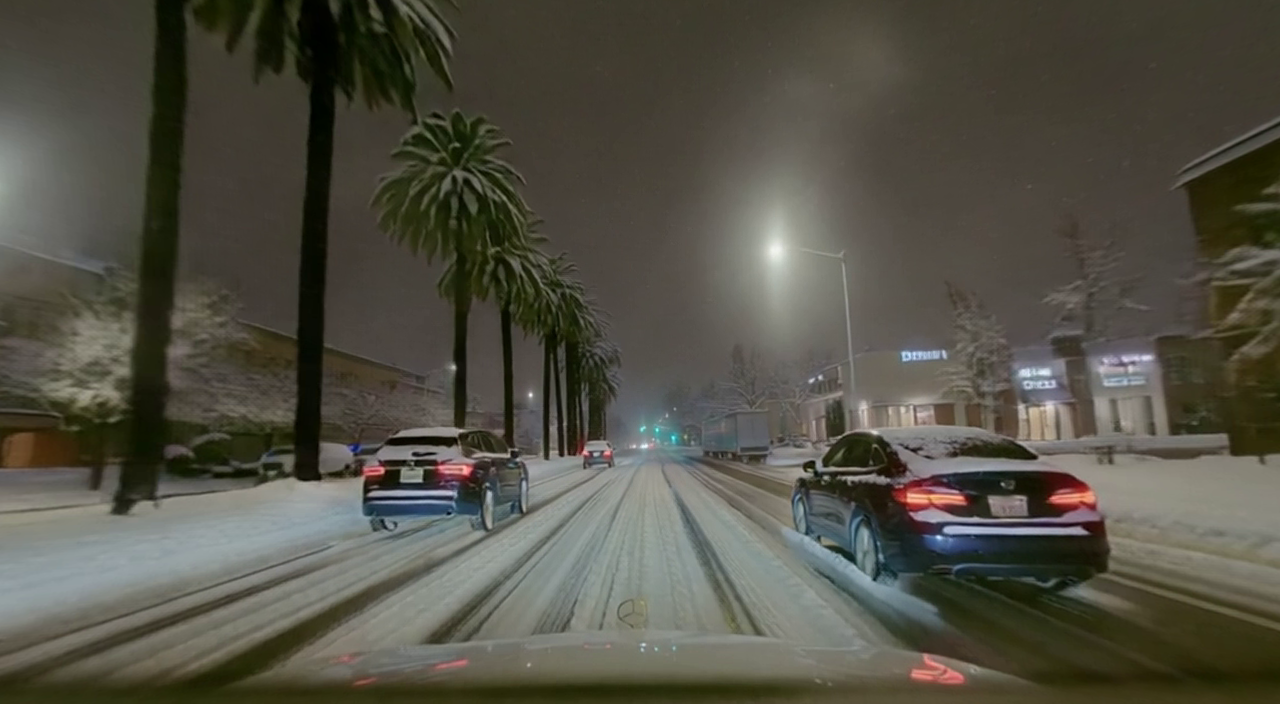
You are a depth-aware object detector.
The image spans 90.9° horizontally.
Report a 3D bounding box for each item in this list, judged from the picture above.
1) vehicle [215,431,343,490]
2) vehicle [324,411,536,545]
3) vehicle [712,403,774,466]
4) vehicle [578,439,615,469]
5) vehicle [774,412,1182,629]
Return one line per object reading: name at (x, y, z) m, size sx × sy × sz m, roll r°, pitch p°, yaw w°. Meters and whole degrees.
vehicle at (-21.838, 6.568, 38.884) m, size 2.989 × 3.225 × 8.285 m, roll 0°, pitch -8°, yaw 0°
vehicle at (-3.219, 2.029, 10.813) m, size 2.058 × 1.804 × 4.391 m, roll 0°, pitch -8°, yaw 1°
vehicle at (7.039, 5.831, 44.345) m, size 2.902 × 3.992 × 8.073 m, roll 0°, pitch -8°, yaw 0°
vehicle at (-2.658, 6.341, 39.562) m, size 1.998 × 1.743 × 4.402 m, roll 0°, pitch -8°, yaw 1°
vehicle at (2.837, 1.492, 6.585) m, size 1.946 × 1.513 × 4.133 m, roll 0°, pitch -8°, yaw 0°
